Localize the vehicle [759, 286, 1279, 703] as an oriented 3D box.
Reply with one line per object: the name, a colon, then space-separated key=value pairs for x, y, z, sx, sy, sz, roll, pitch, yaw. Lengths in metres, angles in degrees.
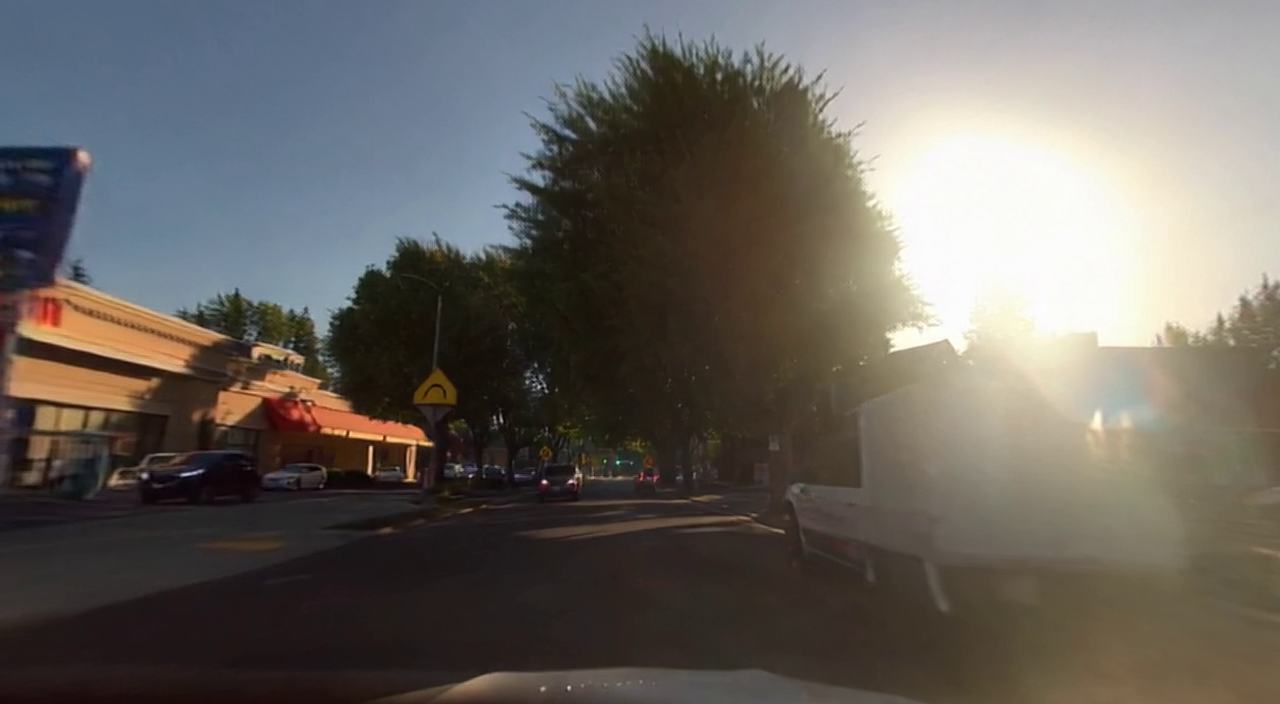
vehicle: x=3.246 y=1.493 z=6.641 sx=2.472 sy=2.484 sz=6.609 roll=1 pitch=-11 yaw=-2

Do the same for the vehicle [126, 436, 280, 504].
vehicle: x=-13.744 y=3.718 z=20.200 sx=2.062 sy=1.889 sz=4.115 roll=2 pitch=-9 yaw=-4

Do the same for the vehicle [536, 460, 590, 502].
vehicle: x=-3.732 y=6.397 z=31.469 sx=2.165 sy=1.889 sz=4.825 roll=1 pitch=-11 yaw=-1
